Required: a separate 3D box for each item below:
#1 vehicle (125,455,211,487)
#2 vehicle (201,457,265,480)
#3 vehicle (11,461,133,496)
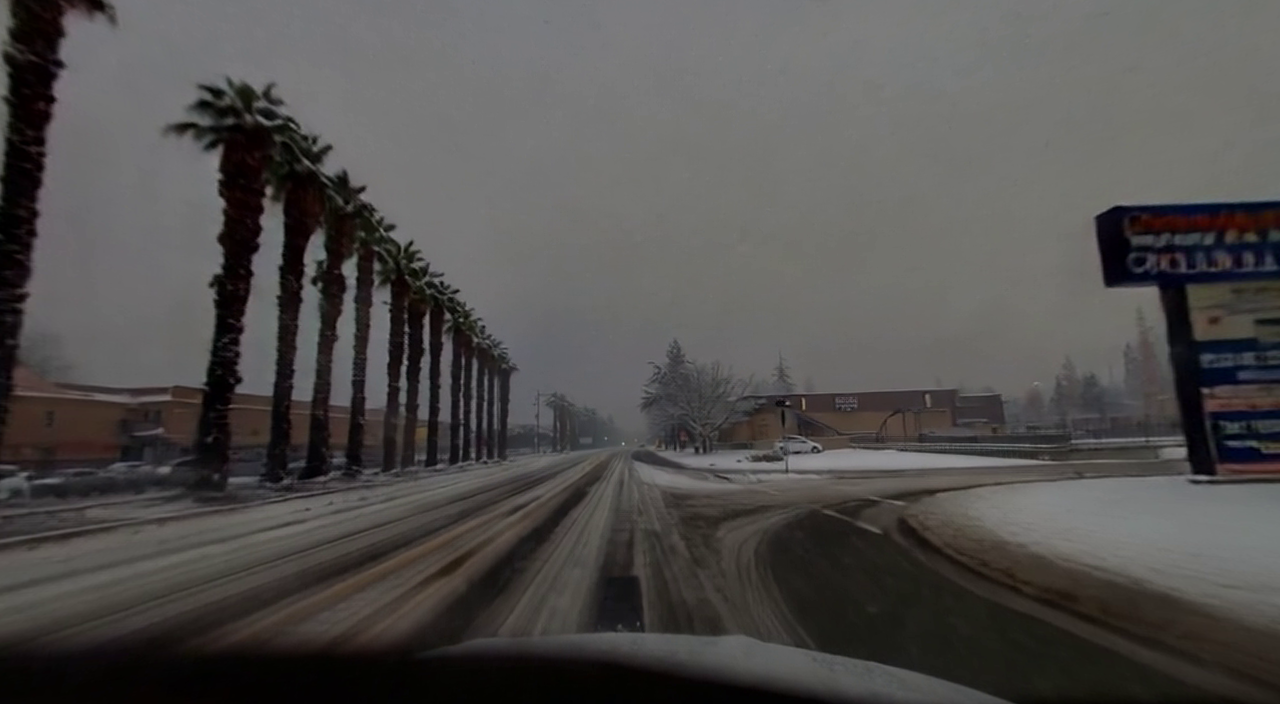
[{"bbox_3d":[-27.795,6.984,37.381,1.938,1.667,4.364,0,-9,-4],"label":"vehicle"},{"bbox_3d":[-28.082,8.037,43.778,1.771,1.494,4.088,0,-9,-1],"label":"vehicle"},{"bbox_3d":[-27.622,6.155,30.970,1.807,1.446,4.605,0,-9,-2],"label":"vehicle"}]
